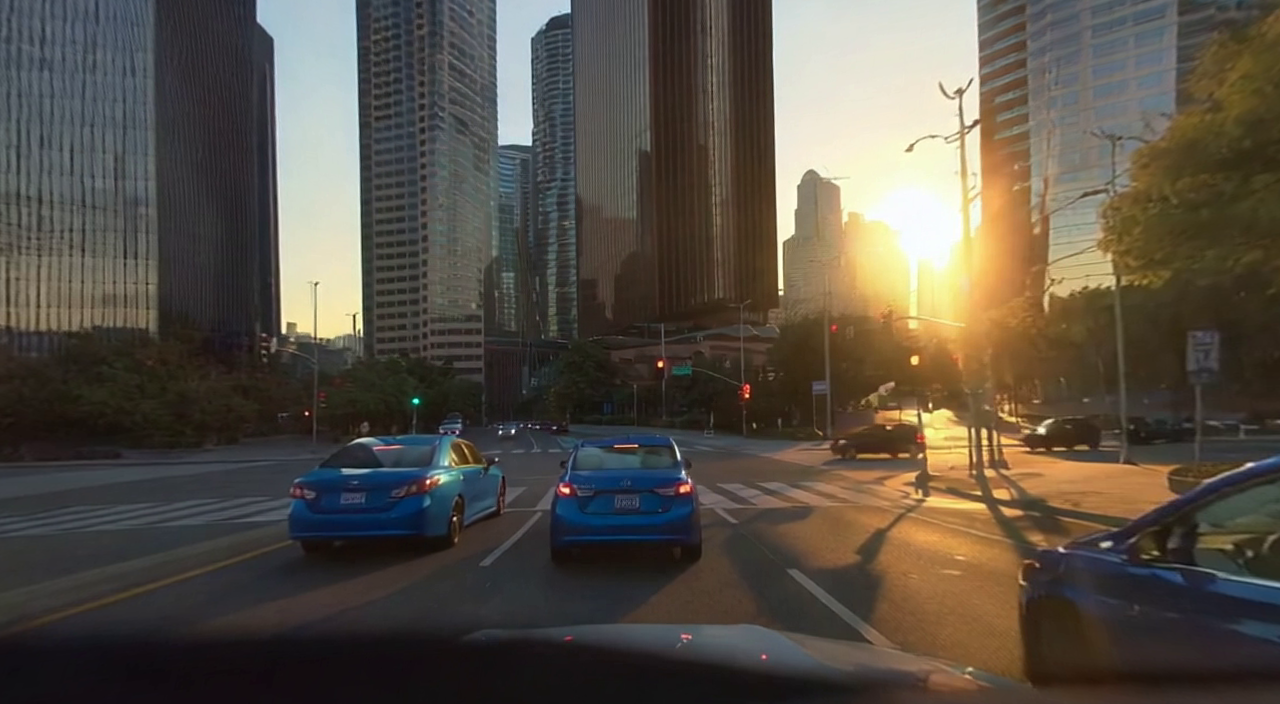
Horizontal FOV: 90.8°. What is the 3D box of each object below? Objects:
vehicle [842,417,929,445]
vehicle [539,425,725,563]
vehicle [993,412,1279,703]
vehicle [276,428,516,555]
[{"bbox_3d":[17.195,5.621,44.479,5.201,1.894,2.178,1,-8,-5],"label":"vehicle"},{"bbox_3d":[-0.154,1.826,8.842,2.016,1.478,3.795,0,-8,-2],"label":"vehicle"},{"bbox_3d":[3.048,0.835,1.481,1.915,1.434,4.175,0,-8,-2],"label":"vehicle"},{"bbox_3d":[-3.328,1.986,9.814,1.995,1.479,4.627,0,-8,-2],"label":"vehicle"}]
